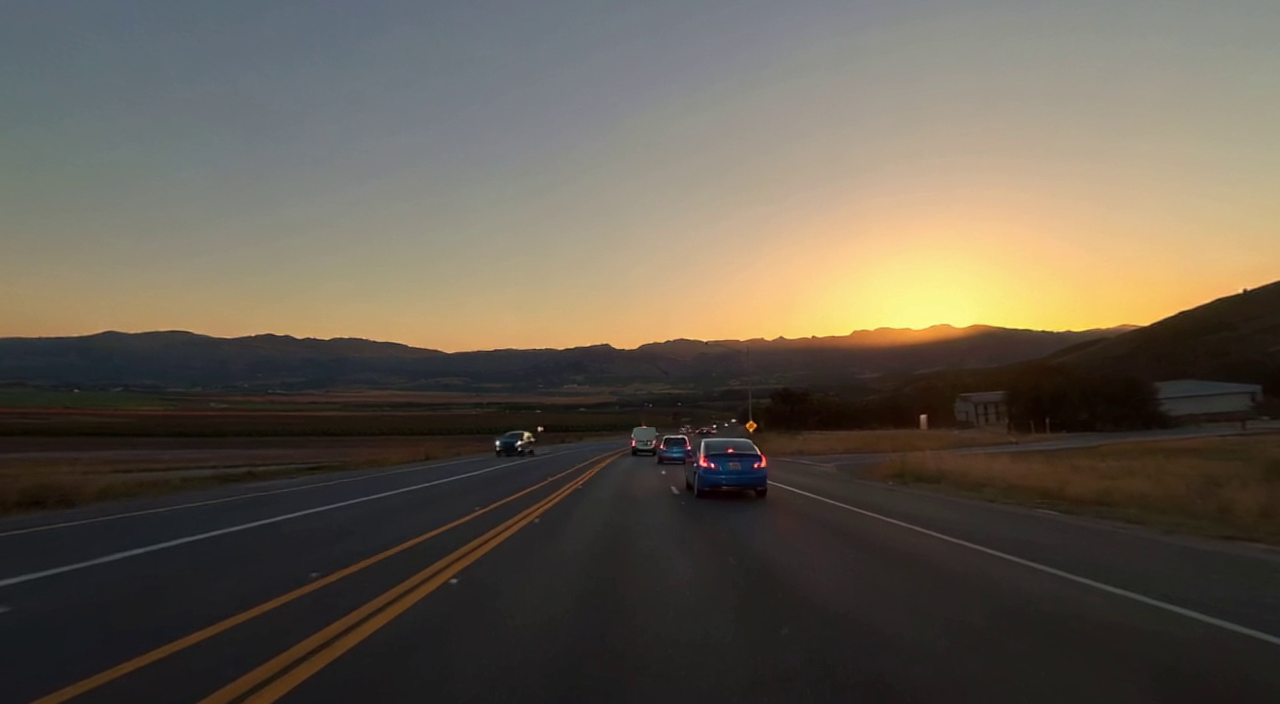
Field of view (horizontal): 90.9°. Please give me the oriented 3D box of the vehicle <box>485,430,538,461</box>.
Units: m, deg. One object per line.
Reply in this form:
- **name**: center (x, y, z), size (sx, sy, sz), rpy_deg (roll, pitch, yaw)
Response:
- **vehicle**: center (-7.673, 5.662, 38.107), size (2.070, 1.744, 4.472), rpy_deg (0, -8, 2)

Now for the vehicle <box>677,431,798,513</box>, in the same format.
- **vehicle**: center (1.977, 2.587, 14.067), size (2.007, 1.534, 3.976), rpy_deg (0, -8, -1)

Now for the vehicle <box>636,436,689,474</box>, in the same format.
- **vehicle**: center (0.885, 4.463, 27.544), size (2.026, 1.531, 4.273), rpy_deg (0, -8, -2)
